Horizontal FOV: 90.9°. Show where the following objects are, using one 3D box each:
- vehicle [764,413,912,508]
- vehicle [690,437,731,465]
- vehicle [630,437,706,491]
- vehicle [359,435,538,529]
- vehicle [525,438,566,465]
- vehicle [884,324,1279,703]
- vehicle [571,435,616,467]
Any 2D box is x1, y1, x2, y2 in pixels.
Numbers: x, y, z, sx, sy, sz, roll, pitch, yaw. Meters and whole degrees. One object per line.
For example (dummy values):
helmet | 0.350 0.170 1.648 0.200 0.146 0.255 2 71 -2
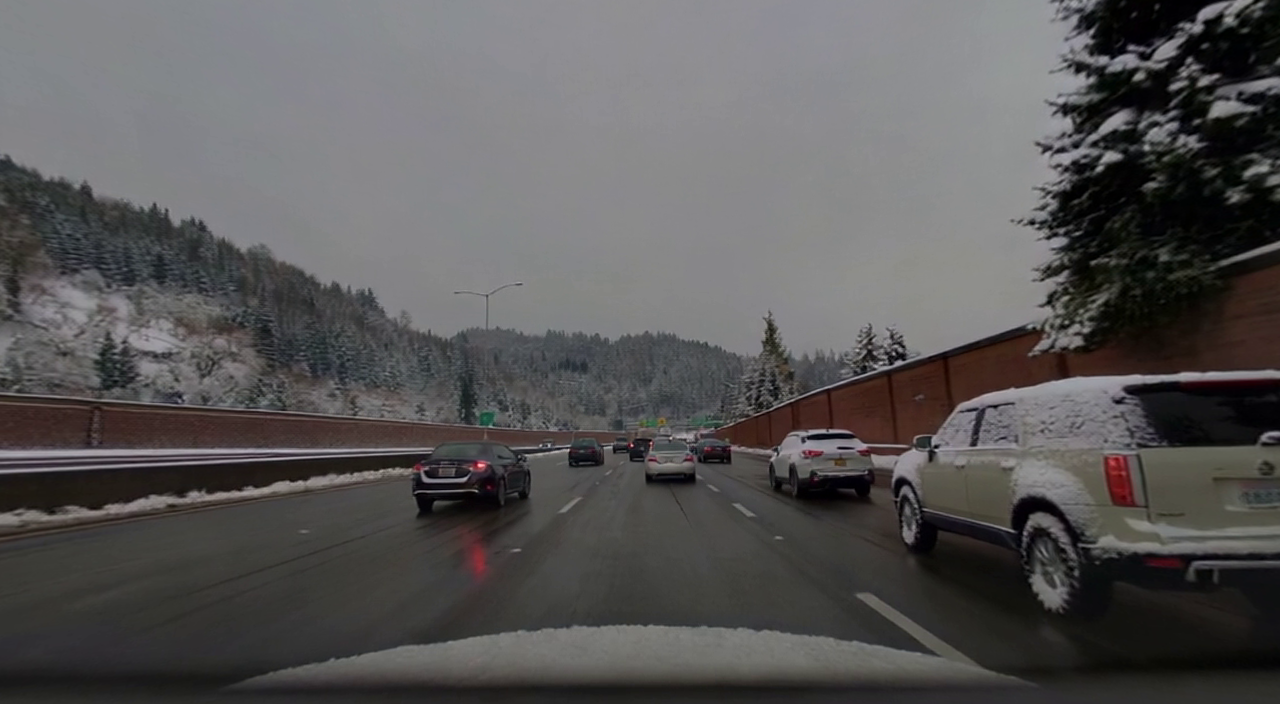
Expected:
vehicle | 4.375 2.481 14.829 1.970 1.872 4.575 0 -8 0
vehicle | 3.950 5.614 36.011 1.855 1.513 3.915 0 -8 -1
vehicle | 0.736 3.376 19.429 2.105 1.471 3.978 0 -8 -1
vehicle | -3.367 2.364 12.124 1.961 1.456 4.362 0 -8 2
vehicle | -6.550 6.959 44.328 2.055 1.751 4.825 0 -8 1
vehicle | 3.767 1.083 4.960 1.930 1.831 4.344 0 -8 0
vehicle | -2.680 5.845 37.422 2.154 1.793 4.736 0 -8 2
